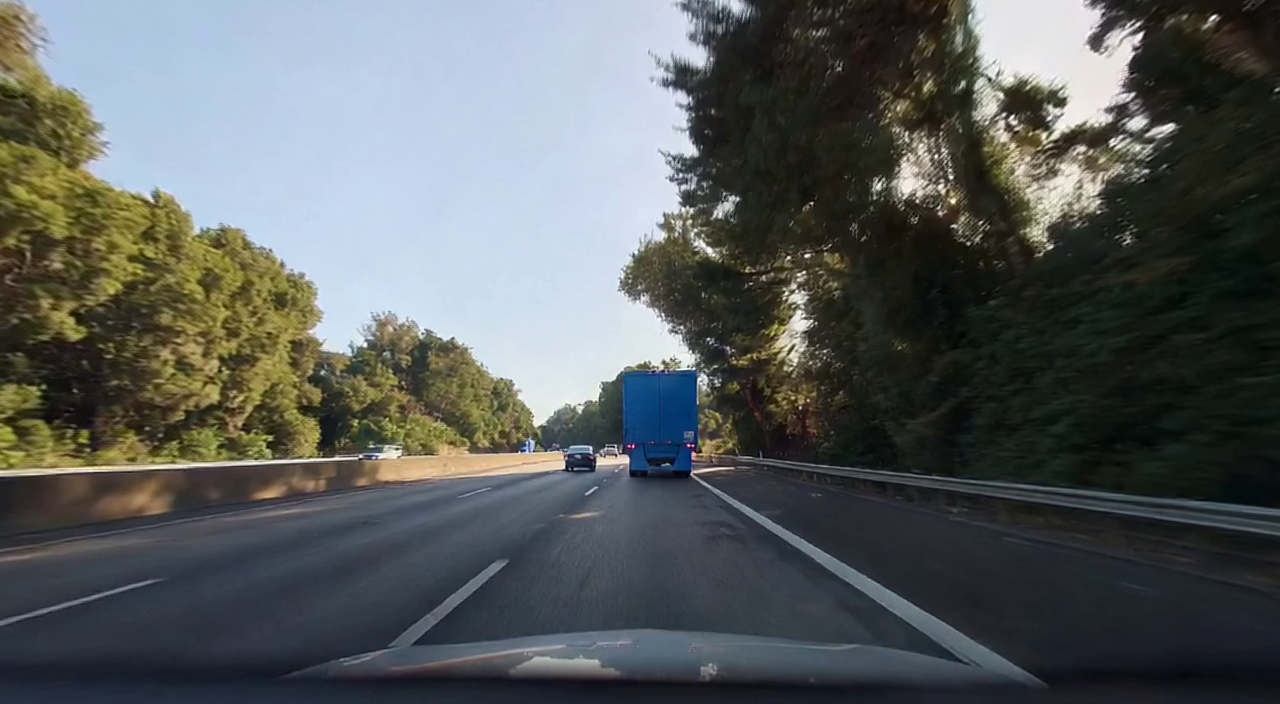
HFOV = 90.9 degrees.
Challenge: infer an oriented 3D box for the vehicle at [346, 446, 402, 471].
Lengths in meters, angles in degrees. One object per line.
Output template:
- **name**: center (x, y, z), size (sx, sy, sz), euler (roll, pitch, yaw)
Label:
- **vehicle**: center (-19.346, 7.758, 46.120), size (1.974, 1.711, 4.813), euler (0, -9, 0)

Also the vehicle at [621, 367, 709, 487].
- **vehicle**: center (0.810, 3.234, 25.981), size (2.898, 3.973, 10.063), euler (0, -9, 0)

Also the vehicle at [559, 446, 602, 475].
- **vehicle**: center (-3.239, 5.957, 34.870), size (1.985, 1.482, 3.923), euler (0, -9, 0)
